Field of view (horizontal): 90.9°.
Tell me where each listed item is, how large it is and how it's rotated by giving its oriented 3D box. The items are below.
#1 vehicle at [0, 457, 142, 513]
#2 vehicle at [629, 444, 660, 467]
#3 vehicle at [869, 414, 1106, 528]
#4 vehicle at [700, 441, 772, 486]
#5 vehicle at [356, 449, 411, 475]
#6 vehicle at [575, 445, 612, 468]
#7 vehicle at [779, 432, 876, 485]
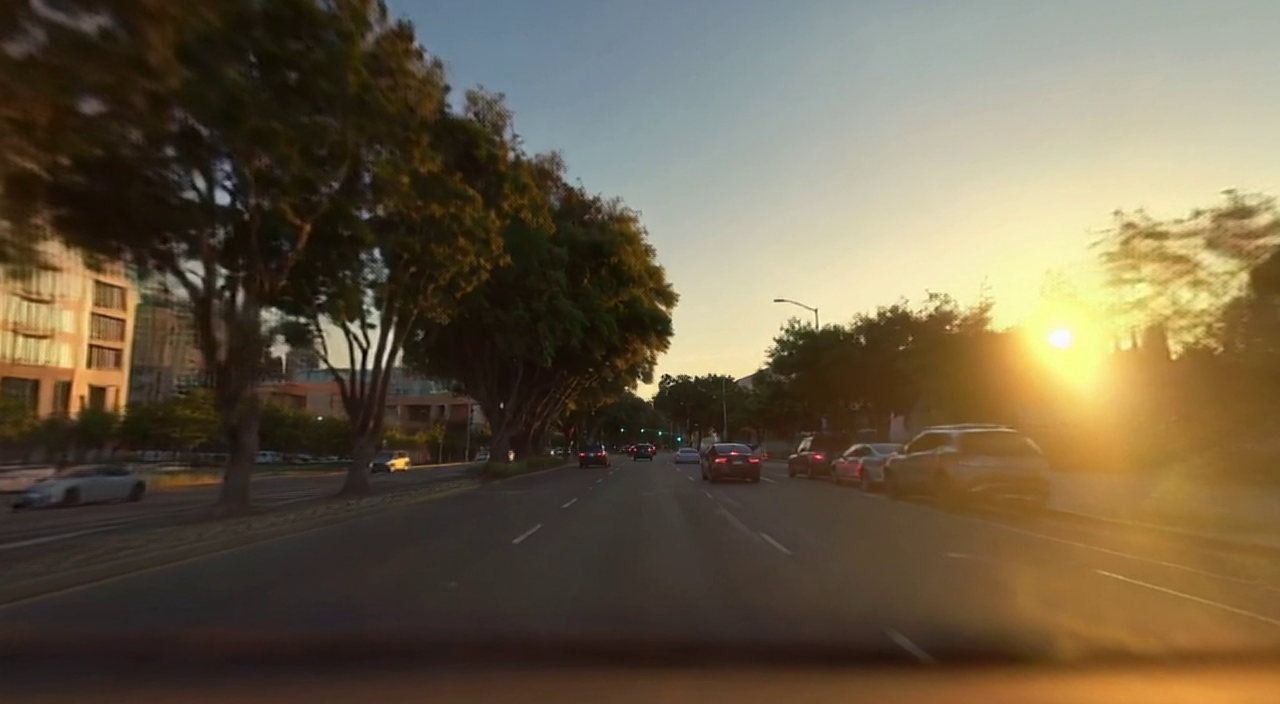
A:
[{"bbox_3d":[-18.831,4.257,20.334,1.864,1.458,4.598,-5,-8,0],"label":"vehicle"},{"bbox_3d":[0.356,7.153,43.822,2.101,1.480,3.929,0,-8,2],"label":"vehicle"},{"bbox_3d":[6.768,2.387,13.164,2.215,1.909,4.875,0,-8,1],"label":"vehicle"},{"bbox_3d":[3.481,4.129,23.728,1.990,1.486,4.431,0,-8,0],"label":"vehicle"},{"bbox_3d":[-18.821,8.073,46.520,2.022,1.735,4.695,0,-8,1],"label":"vehicle"},{"bbox_3d":[-3.049,6.999,42.528,2.082,1.467,4.379,0,-8,1],"label":"vehicle"},{"bbox_3d":[7.186,4.138,24.907,2.087,1.823,5.906,0,-8,1],"label":"vehicle"}]
